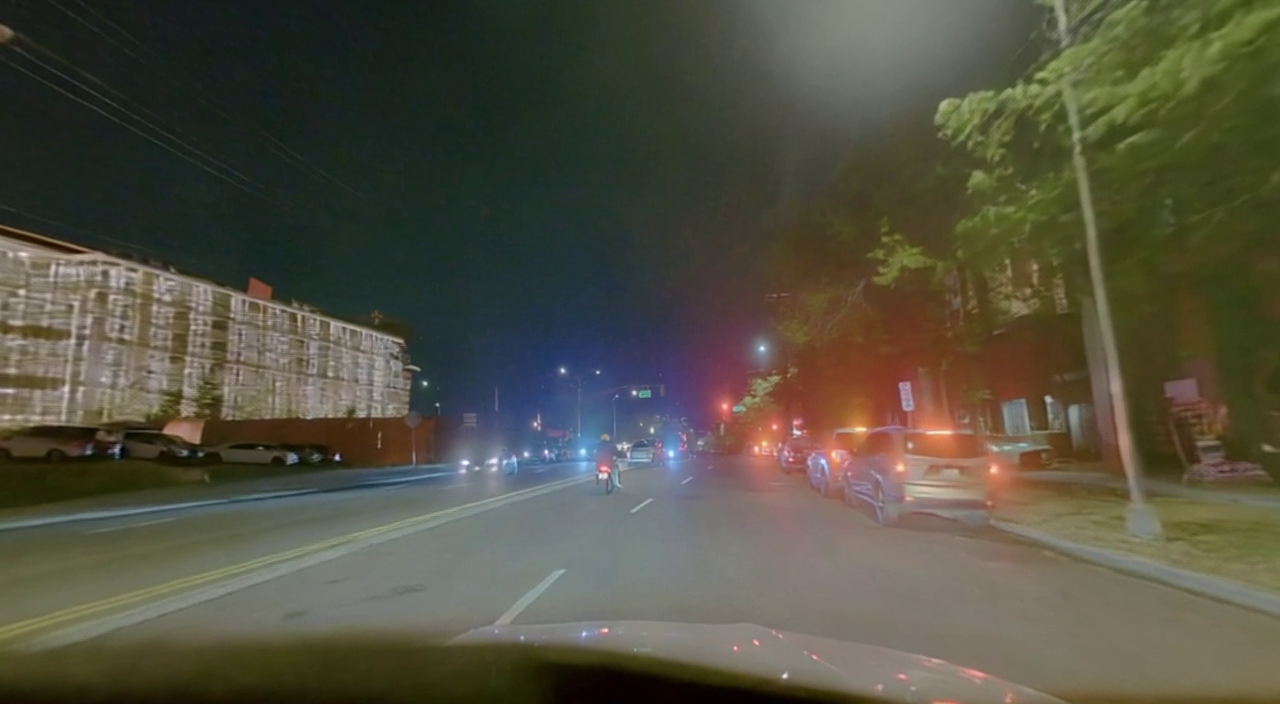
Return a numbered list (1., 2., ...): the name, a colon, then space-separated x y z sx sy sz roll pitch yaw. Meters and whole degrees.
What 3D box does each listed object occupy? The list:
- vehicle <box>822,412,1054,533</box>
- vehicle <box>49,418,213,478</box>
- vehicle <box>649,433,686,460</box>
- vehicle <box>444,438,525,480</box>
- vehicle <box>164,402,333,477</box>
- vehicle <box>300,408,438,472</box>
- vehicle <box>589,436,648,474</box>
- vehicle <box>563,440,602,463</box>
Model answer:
1. vehicle: 5.307 2.228 12.357 2.387 1.820 5.286 -1 -8 6
2. vehicle: -27.258 5.172 34.303 2.933 2.907 6.416 -2 -8 9
3. vehicle: 2.179 7.212 48.238 2.295 1.929 5.498 -1 -8 8
4. vehicle: -7.083 4.900 29.326 2.053 1.771 4.684 -1 -8 7
5. vehicle: -20.704 4.709 34.345 3.283 3.441 8.669 -2 -7 4
6. vehicle: -14.864 5.000 35.791 2.990 3.144 9.080 -1 -8 6
7. vehicle: -0.876 4.615 28.559 1.925 1.602 4.090 -1 -8 9
8. vehicle: -4.207 7.450 47.106 2.105 1.509 4.753 -3 -11 4
